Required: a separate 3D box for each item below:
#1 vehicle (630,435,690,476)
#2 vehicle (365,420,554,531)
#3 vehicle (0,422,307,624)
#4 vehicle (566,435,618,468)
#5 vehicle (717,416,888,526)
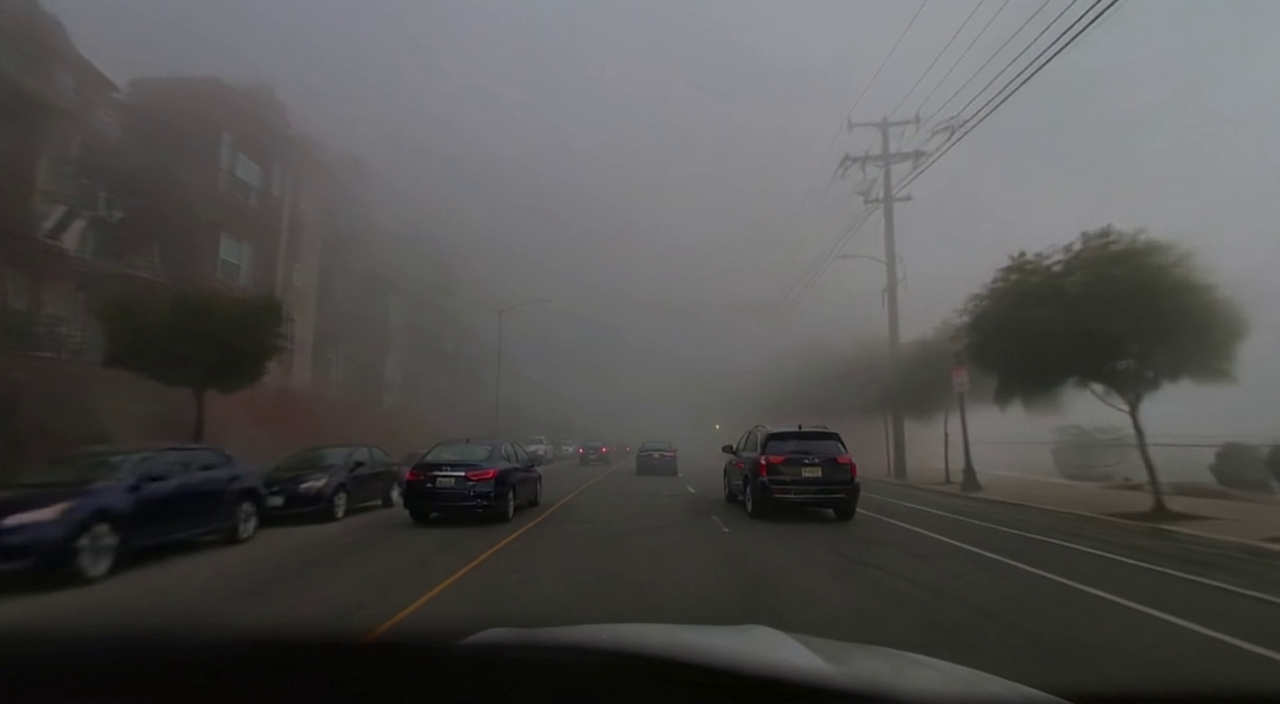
[{"bbox_3d":[0.741,3.988,24.656,2.139,1.466,4.373,0,-8,1],"label":"vehicle"},{"bbox_3d":[-2.941,2.087,11.318,2.085,1.619,3.976,0,-8,2],"label":"vehicle"},{"bbox_3d":[-5.798,1.593,6.981,1.869,1.516,4.351,0,-8,0],"label":"vehicle"},{"bbox_3d":[-2.305,4.893,31.421,2.019,1.507,4.643,0,-8,2],"label":"vehicle"},{"bbox_3d":[2.805,2.152,12.080,2.094,1.709,4.394,0,-8,0],"label":"vehicle"}]
